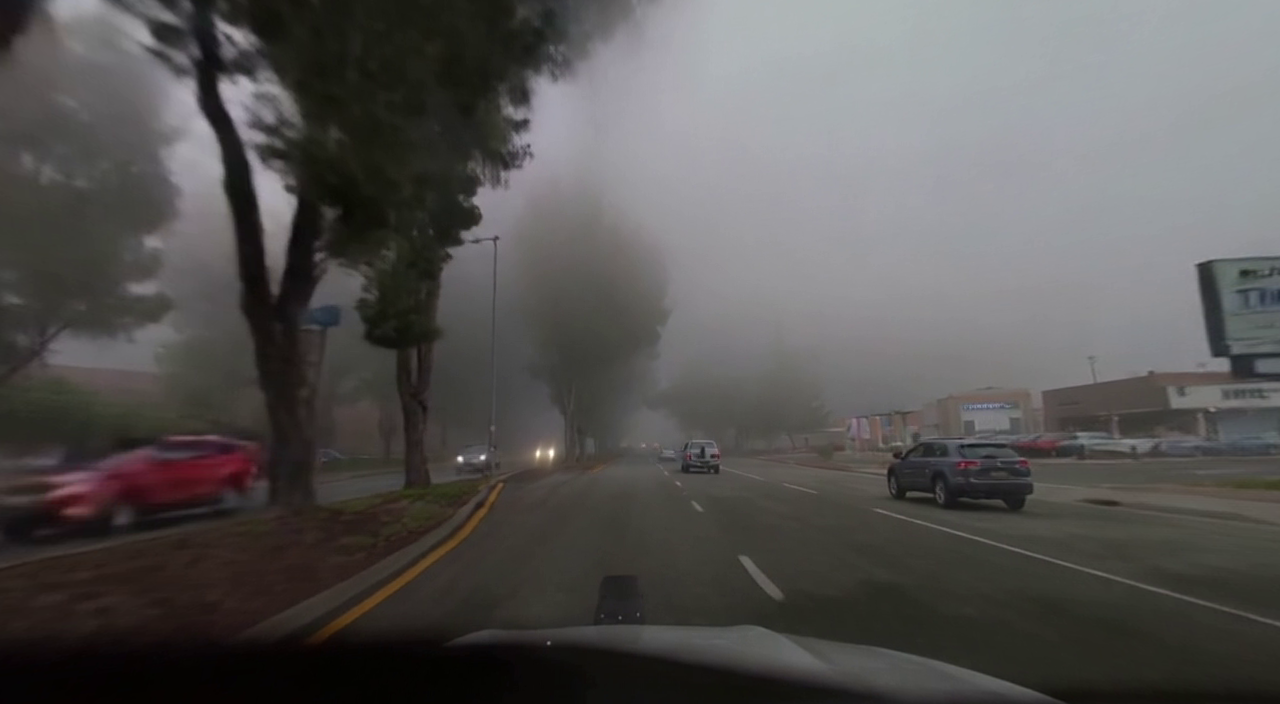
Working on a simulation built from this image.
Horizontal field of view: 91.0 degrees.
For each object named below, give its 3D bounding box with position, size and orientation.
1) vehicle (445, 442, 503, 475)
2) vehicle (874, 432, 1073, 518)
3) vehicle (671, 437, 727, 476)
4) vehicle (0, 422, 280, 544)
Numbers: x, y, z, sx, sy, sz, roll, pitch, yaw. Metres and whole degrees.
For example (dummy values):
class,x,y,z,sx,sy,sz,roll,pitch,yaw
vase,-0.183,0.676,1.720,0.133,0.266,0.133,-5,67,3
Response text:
class,x,y,z,sx,sy,sz,roll,pitch,yaw
vehicle,-9.178,5.900,35.234,2.024,1.699,4.363,0,-9,0
vehicle,6.792,2.538,13.463,1.886,1.528,4.169,1,-9,-1
vehicle,2.695,4.871,29.583,2.161,1.676,4.151,1,-9,-1
vehicle,-9.338,2.351,12.035,2.118,1.838,4.737,0,-9,-1
